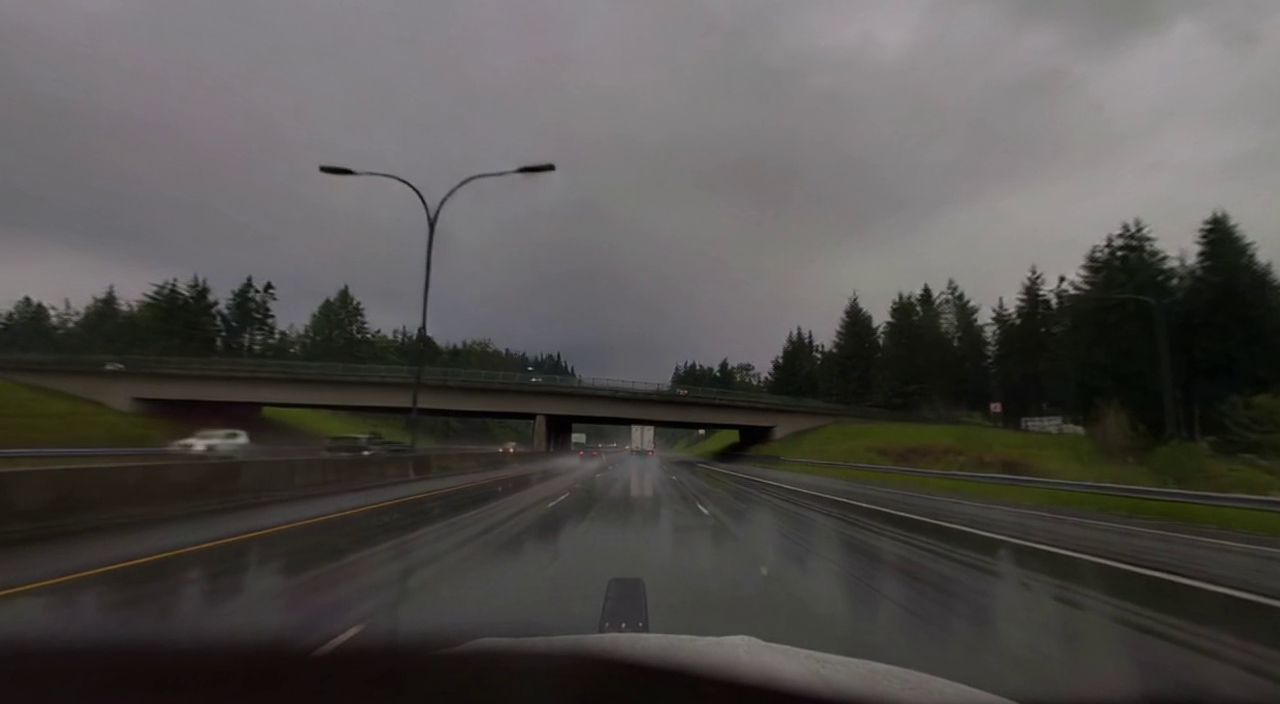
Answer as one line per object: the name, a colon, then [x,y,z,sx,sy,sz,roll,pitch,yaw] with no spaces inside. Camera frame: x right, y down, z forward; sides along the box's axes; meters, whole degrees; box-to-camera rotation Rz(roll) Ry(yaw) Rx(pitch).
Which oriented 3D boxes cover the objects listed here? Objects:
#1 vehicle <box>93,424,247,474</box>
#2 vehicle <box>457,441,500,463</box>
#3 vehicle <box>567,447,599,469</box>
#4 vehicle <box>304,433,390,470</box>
vehicle: [-16.006,3.364,21.820,1.936,1.518,4.340,0,-9,1]
vehicle: [-11.891,7.423,46.804,1.936,1.515,4.769,0,-9,0]
vehicle: [-4.246,7.930,47.370,2.042,1.526,4.516,0,-9,0]
vehicle: [-12.661,4.353,27.520,1.812,1.478,3.974,0,-9,0]
